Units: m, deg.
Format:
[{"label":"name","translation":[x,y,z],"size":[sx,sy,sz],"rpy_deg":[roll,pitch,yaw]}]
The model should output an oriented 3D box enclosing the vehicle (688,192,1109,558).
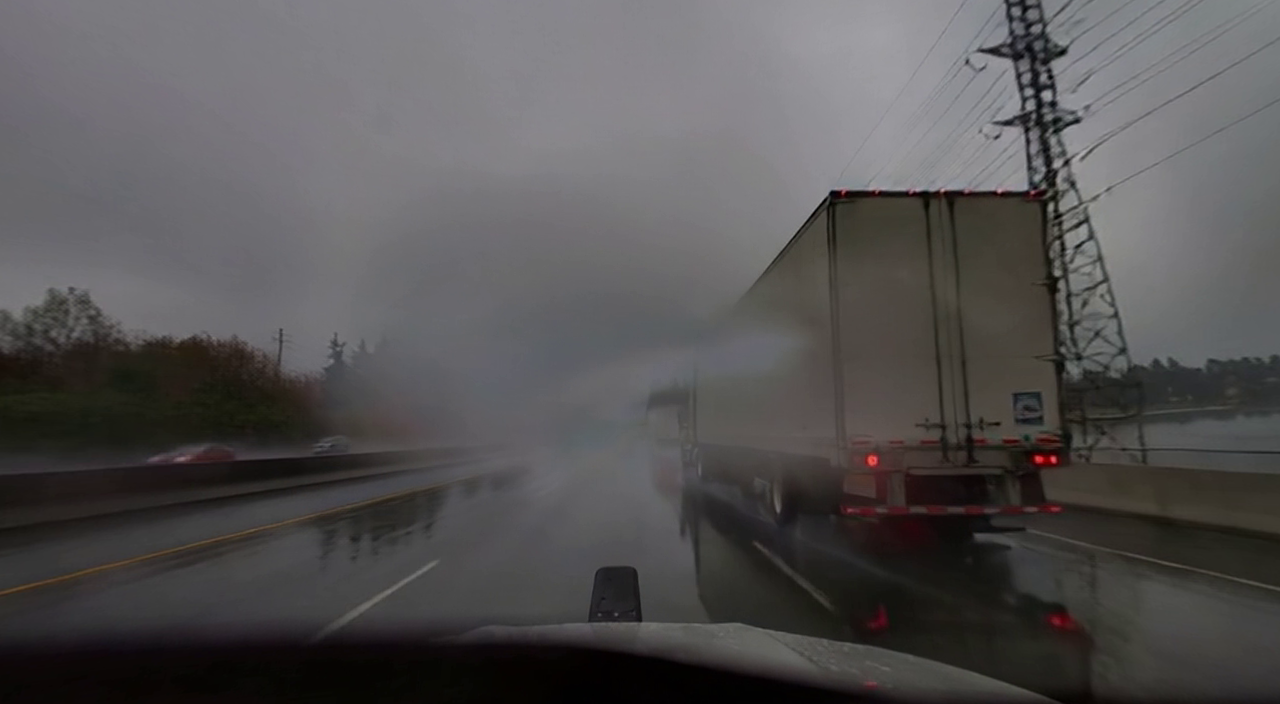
[{"label":"vehicle","translation":[3.341,1.143,14.048],"size":[2.905,4.080,14.157],"rpy_deg":[0,-8,-2]}]
